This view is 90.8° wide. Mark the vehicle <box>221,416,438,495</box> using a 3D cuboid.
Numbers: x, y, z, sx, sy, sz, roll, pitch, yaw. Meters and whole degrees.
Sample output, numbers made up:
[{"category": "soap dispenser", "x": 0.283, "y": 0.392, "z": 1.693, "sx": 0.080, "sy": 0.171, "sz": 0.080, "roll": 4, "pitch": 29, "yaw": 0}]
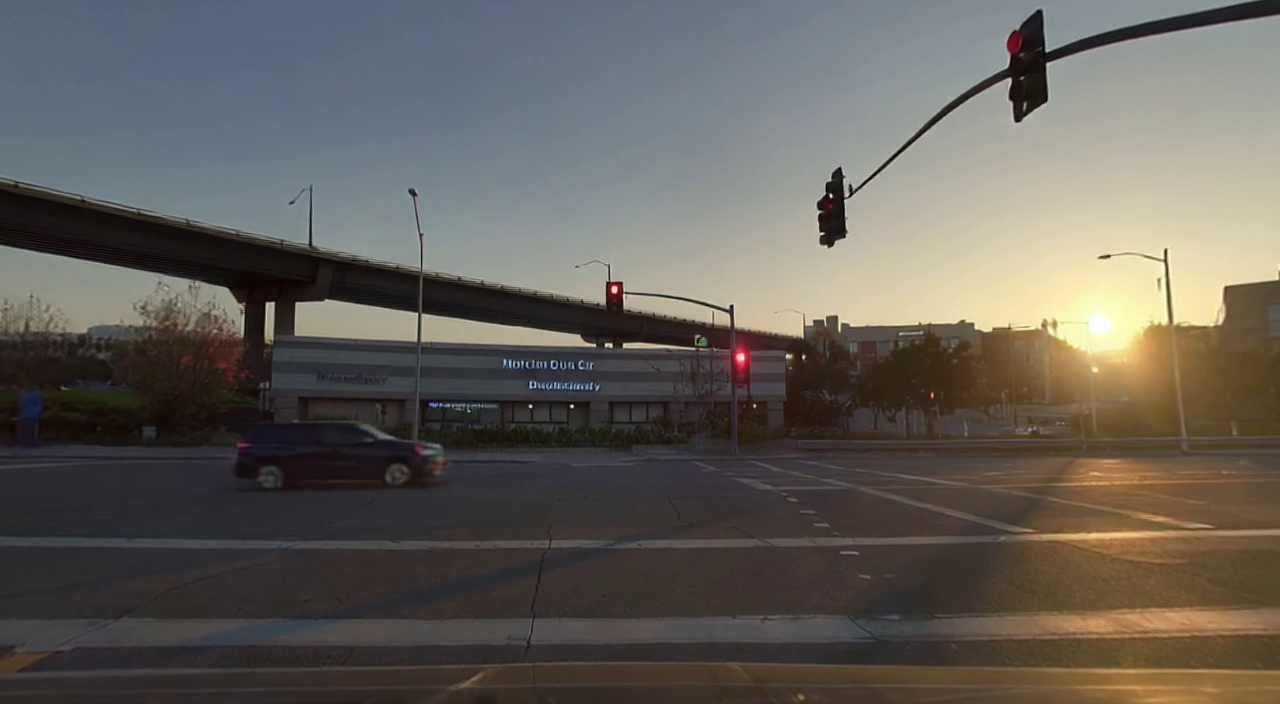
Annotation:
[{"category": "vehicle", "x": -6.803, "y": 2.311, "z": 14.246, "sx": 3.897, "sy": 1.637, "sz": 1.832, "roll": 0, "pitch": -8, "yaw": -4}]
